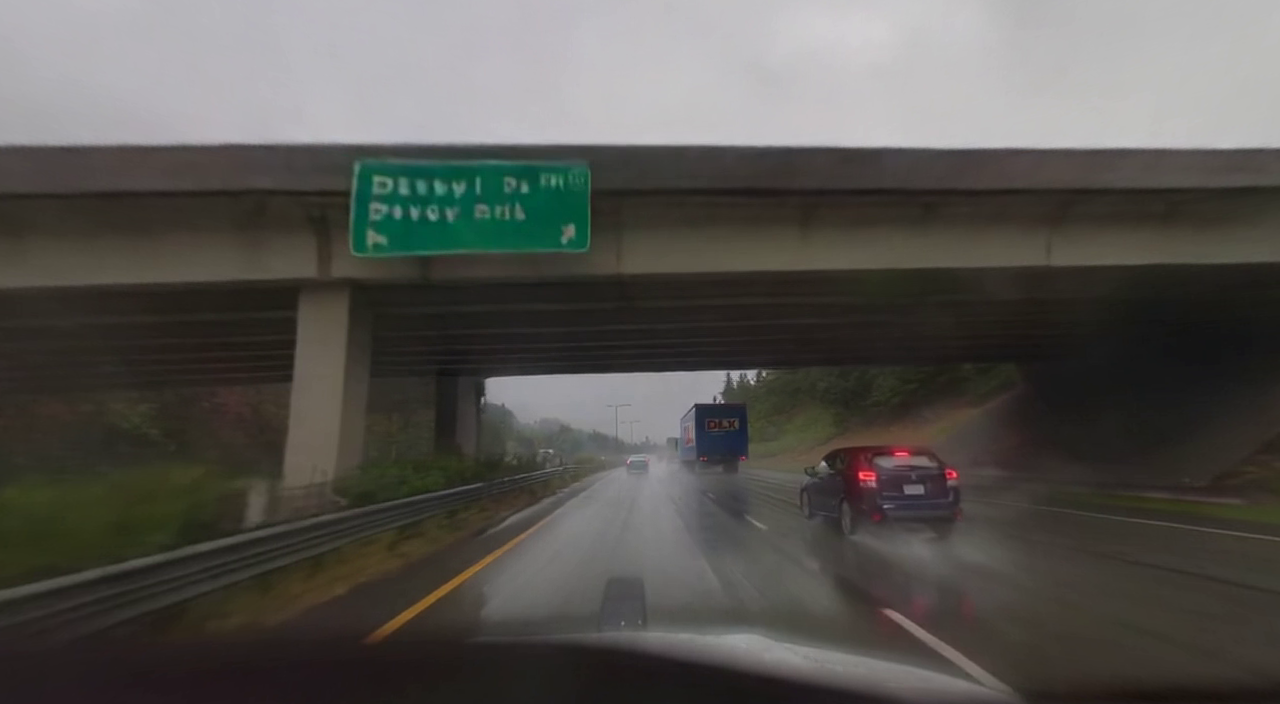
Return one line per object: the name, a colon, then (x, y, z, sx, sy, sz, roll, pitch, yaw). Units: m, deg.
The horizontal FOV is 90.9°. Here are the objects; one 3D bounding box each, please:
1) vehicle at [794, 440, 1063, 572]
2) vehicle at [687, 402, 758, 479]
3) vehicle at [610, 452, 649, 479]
vehicle: (3.783, 2.066, 9.248, 1.894, 1.452, 4.164, 0, -9, -1)
vehicle: (4.632, 5.280, 37.208, 2.838, 3.985, 8.010, 0, -9, -1)
vehicle: (-0.573, 6.438, 35.949, 2.055, 1.445, 3.661, 0, -9, 0)
